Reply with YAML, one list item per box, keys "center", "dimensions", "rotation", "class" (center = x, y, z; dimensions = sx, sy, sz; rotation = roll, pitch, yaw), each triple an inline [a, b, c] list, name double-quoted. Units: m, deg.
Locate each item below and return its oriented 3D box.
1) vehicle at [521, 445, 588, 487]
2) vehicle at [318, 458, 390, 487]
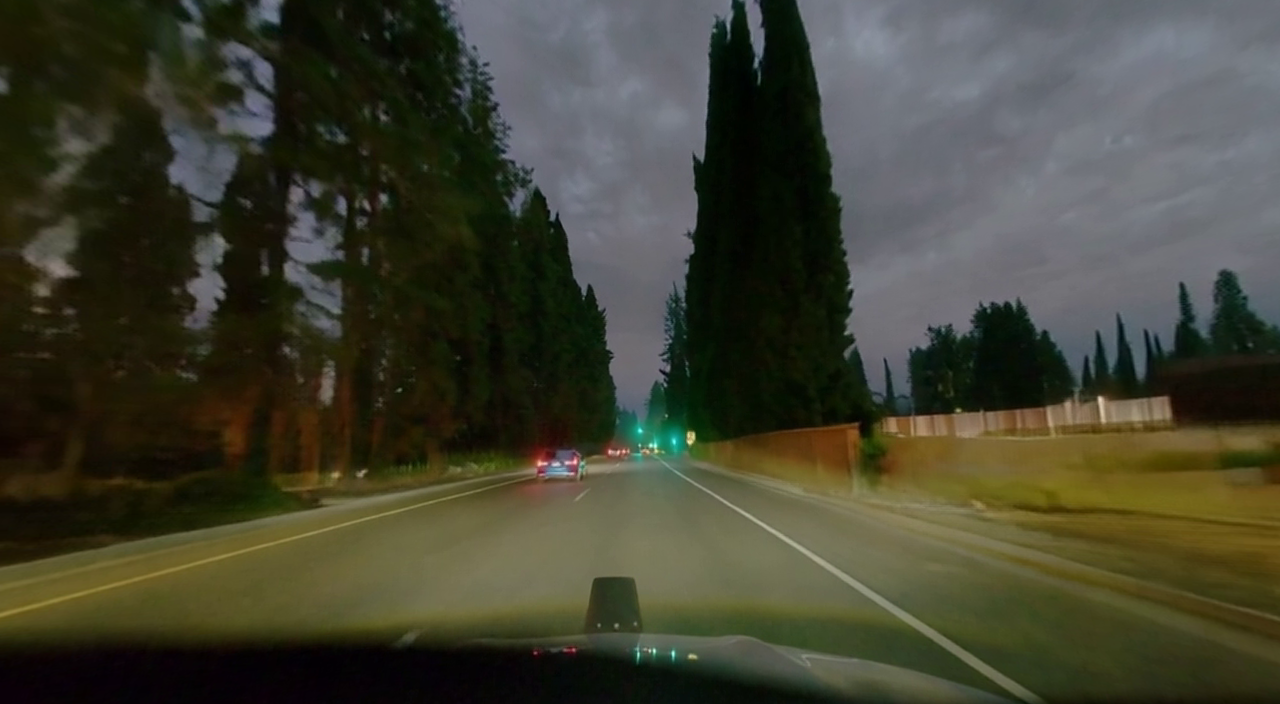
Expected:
- center: [-3.161, 4.311, 24.125]
  dimensions: [1.870, 1.431, 4.317]
  rotation: [-1, -9, 1]
  class: "vehicle"
- center: [-16.775, 7.053, 37.300]
  dimensions: [1.992, 1.483, 4.649]
  rotation: [-1, -9, 1]
  class: "vehicle"
